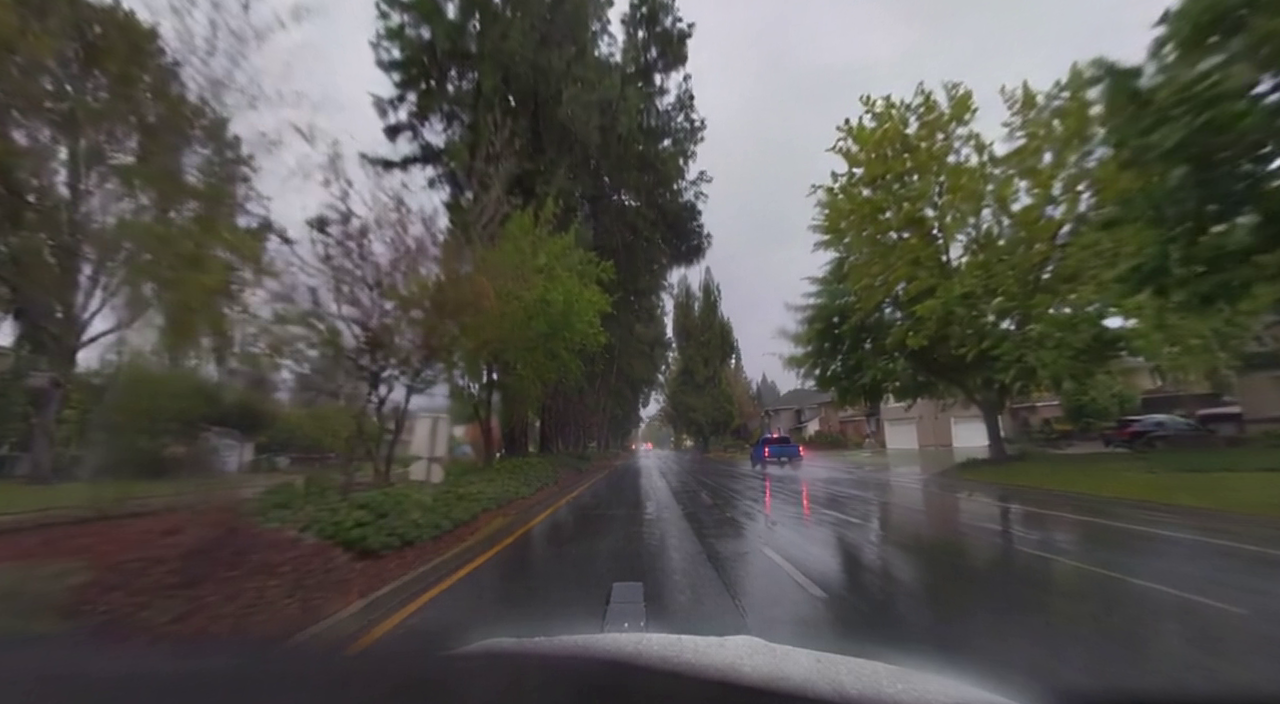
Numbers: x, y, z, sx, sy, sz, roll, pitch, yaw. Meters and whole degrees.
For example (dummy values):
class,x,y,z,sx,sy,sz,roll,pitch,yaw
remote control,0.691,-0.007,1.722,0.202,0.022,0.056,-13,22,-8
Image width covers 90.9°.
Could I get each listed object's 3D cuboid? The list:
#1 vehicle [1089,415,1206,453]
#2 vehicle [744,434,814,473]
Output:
class,x,y,z,sx,sy,sz,roll,pitch,yaw
vehicle,25.696,4.237,32.182,1.991,1.759,4.963,0,-9,3
vehicle,6.890,5.099,31.921,2.262,1.769,5.666,0,-8,0
